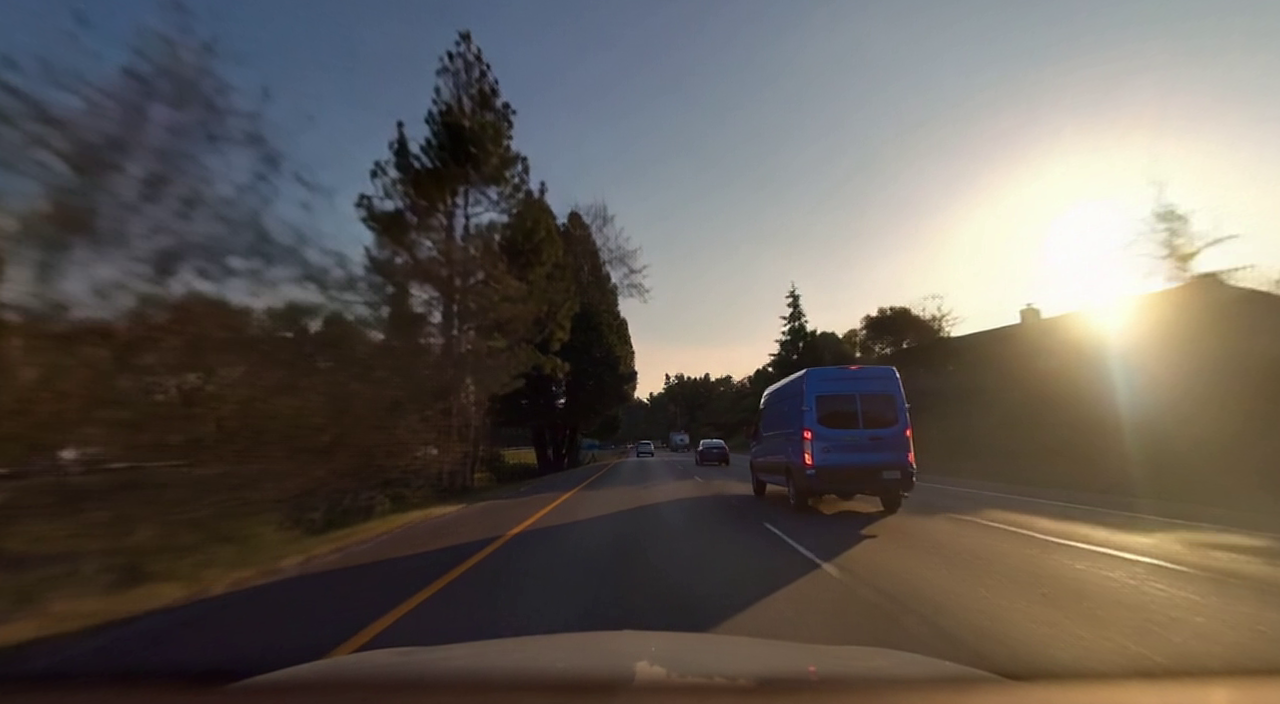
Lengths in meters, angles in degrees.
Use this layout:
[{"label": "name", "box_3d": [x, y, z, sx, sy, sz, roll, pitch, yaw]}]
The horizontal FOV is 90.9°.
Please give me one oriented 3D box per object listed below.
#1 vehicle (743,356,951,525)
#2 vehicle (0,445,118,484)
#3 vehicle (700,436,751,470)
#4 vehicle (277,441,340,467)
[{"label": "vehicle", "box_3d": [3.742, 1.817, 12.983, 2.302, 2.670, 5.912, 0, -8, 1]}, {"label": "vehicle", "box_3d": [-28.336, 5.382, 30.601, 2.020, 1.725, 4.561, 0, -8, 1]}, {"label": "vehicle", "box_3d": [4.460, 5.330, 33.428, 2.034, 1.651, 4.342, 0, -8, -1]}, {"label": "vehicle", "box_3d": [-24.140, 7.451, 46.143, 2.018, 1.758, 4.587, 0, -8, 1]}]
